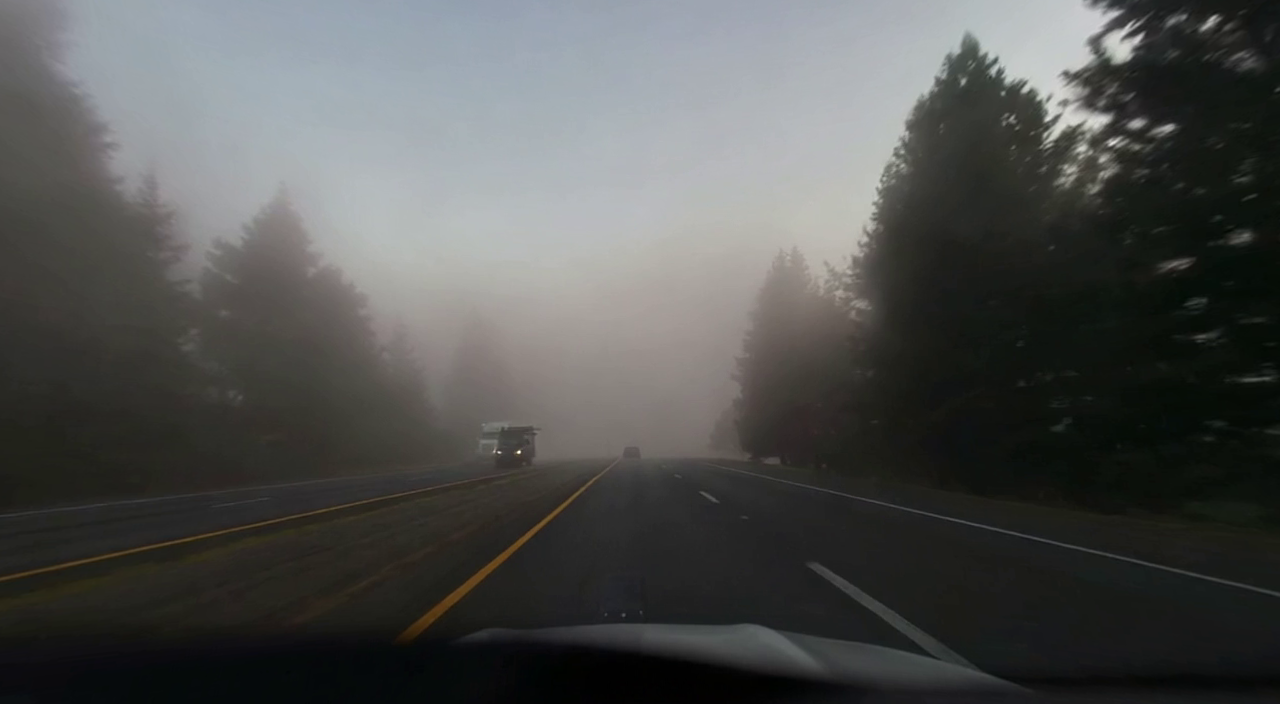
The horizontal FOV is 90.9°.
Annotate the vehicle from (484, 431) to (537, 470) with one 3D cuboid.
[{"bbox_3d":[-9.277,7.132,45.839,2.233,2.593,7.395,0,-9,0],"label":"vehicle"}]
